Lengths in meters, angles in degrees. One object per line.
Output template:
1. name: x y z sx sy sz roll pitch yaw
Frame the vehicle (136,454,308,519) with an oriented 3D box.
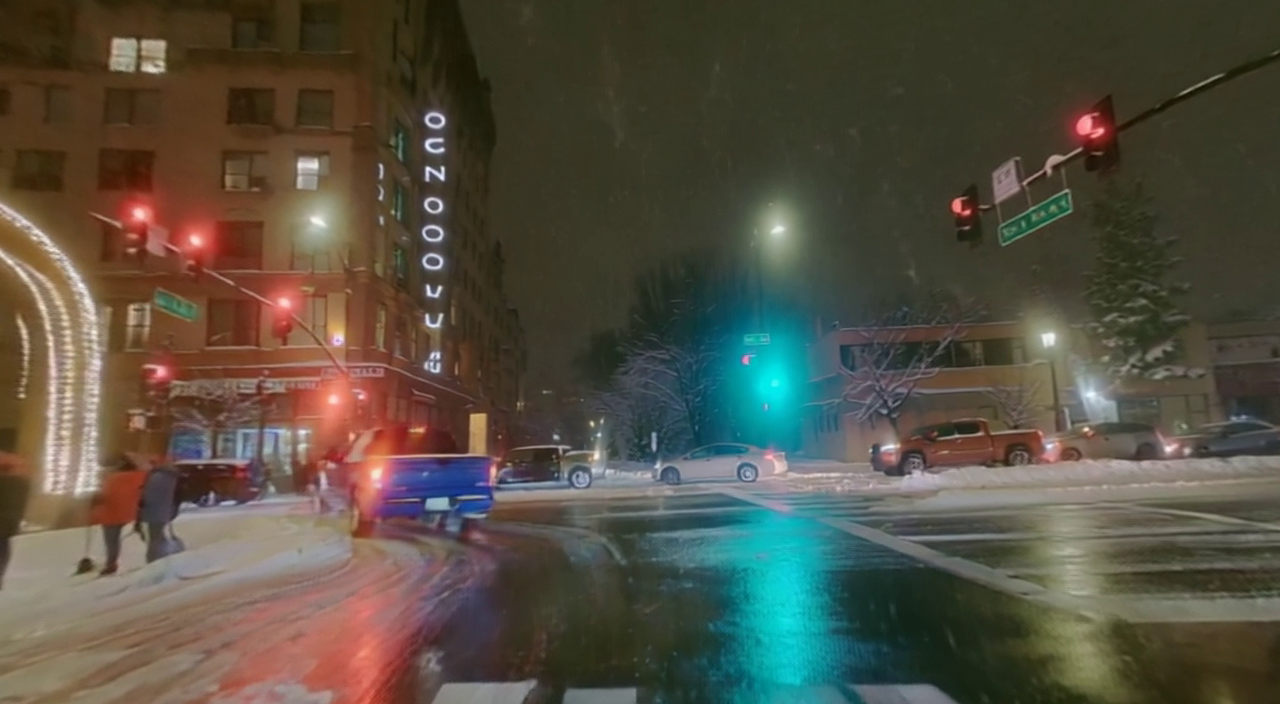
1. vehicle: -14.935 4.811 22.756 4.799 1.909 2.011 -3 -7 -1

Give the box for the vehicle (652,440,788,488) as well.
1. vehicle: 2.717 3.951 22.313 4.515 1.583 1.920 0 -9 0

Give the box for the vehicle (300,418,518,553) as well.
1. vehicle: -4.808 2.464 12.493 2.477 2.020 5.534 6 -11 -36

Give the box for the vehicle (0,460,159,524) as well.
1. vehicle: -20.269 4.935 22.473 4.398 2.057 1.959 0 -9 -4

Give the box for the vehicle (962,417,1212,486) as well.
1. vehicle: 10.478 2.352 15.022 4.600 1.506 1.878 0 -9 -4

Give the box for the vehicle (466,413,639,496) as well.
1. vehicle: -3.138 3.874 23.952 6.182 2.913 2.526 0 -9 -1
